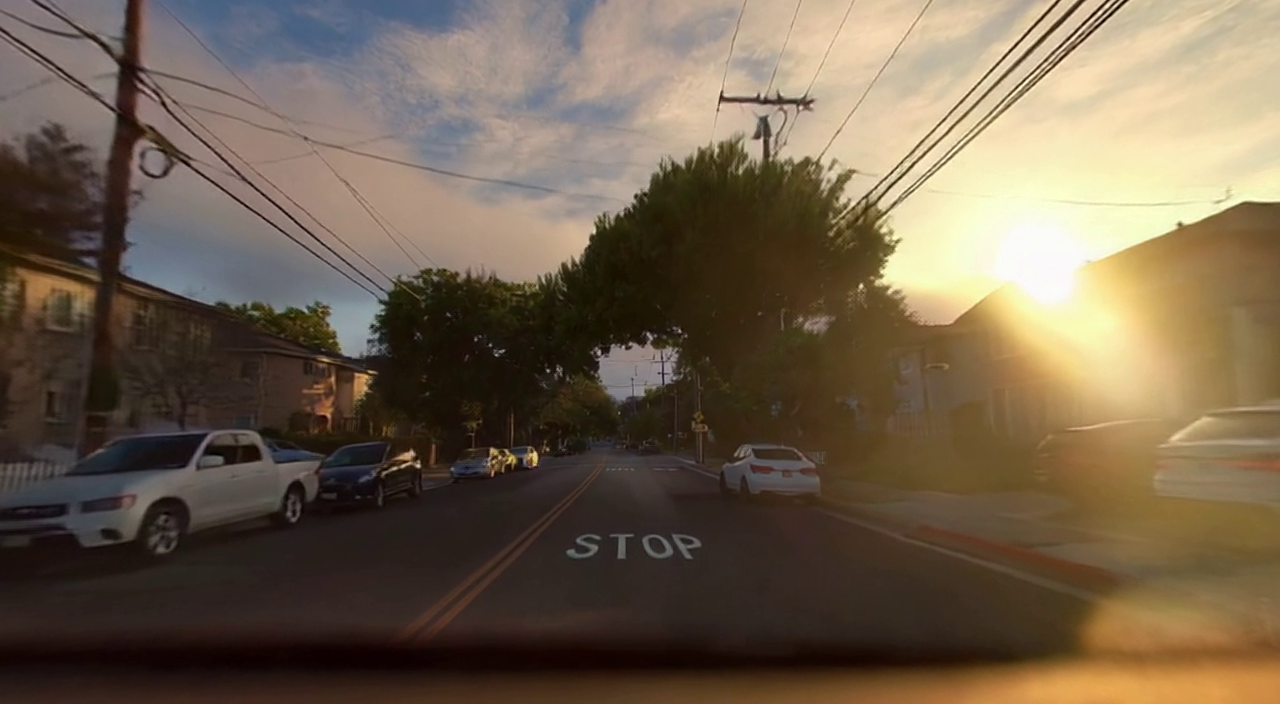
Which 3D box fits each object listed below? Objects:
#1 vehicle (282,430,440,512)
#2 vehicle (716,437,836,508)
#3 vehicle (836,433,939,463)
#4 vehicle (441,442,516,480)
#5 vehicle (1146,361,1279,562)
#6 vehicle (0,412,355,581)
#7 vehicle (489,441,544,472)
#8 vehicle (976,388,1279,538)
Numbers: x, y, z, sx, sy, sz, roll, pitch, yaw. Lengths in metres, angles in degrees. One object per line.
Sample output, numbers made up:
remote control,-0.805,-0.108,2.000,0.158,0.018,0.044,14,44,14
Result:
vehicle,-6.616,2.851,15.638,1.896,1.703,4.586,0,-8,-1
vehicle,3.317,3.056,16.664,1.963,1.536,5.446,0,-8,0
vehicle,16.705,6.494,42.933,6.022,1.953,2.250,0,-9,1
vehicle,-6.877,4.686,27.427,2.056,1.481,4.451,0,-8,0
vehicle,8.474,1.123,6.533,4.507,1.939,2.304,0,-9,-4
vehicle,-6.574,1.920,9.388,2.136,1.757,5.365,0,-8,0
vehicle,-6.604,5.630,34.237,2.026,1.560,4.062,0,-8,2
vehicle,8.396,1.557,9.259,5.541,1.820,2.319,-1,-9,0
